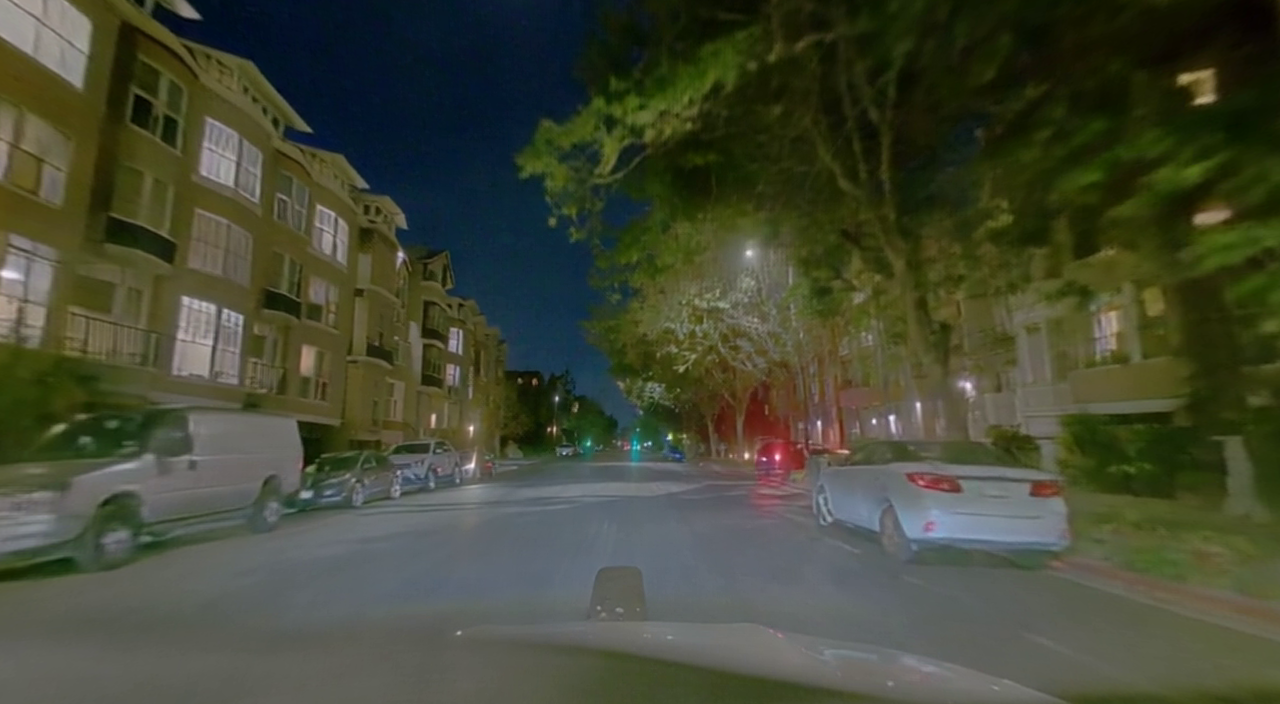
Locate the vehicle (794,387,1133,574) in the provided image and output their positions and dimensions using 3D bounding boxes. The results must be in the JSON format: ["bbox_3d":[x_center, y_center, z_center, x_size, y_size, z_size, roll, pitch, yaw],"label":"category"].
[{"bbox_3d":[4.024,1.724,9.183,2.216,1.955,4.970,0,-9,-1],"label":"vehicle"}]

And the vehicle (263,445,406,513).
[{"bbox_3d":[-7.529,3.118,15.963,1.845,1.510,3.729,0,-8,-3],"label":"vehicle"}]

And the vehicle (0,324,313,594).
[{"bbox_3d":[-7.421,1.512,9.131,2.341,2.674,5.753,0,-10,-2],"label":"vehicle"}]

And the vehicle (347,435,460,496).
[{"bbox_3d":[-7.713,3.756,21.036,2.136,1.758,4.297,-2,-9,-1],"label":"vehicle"}]
